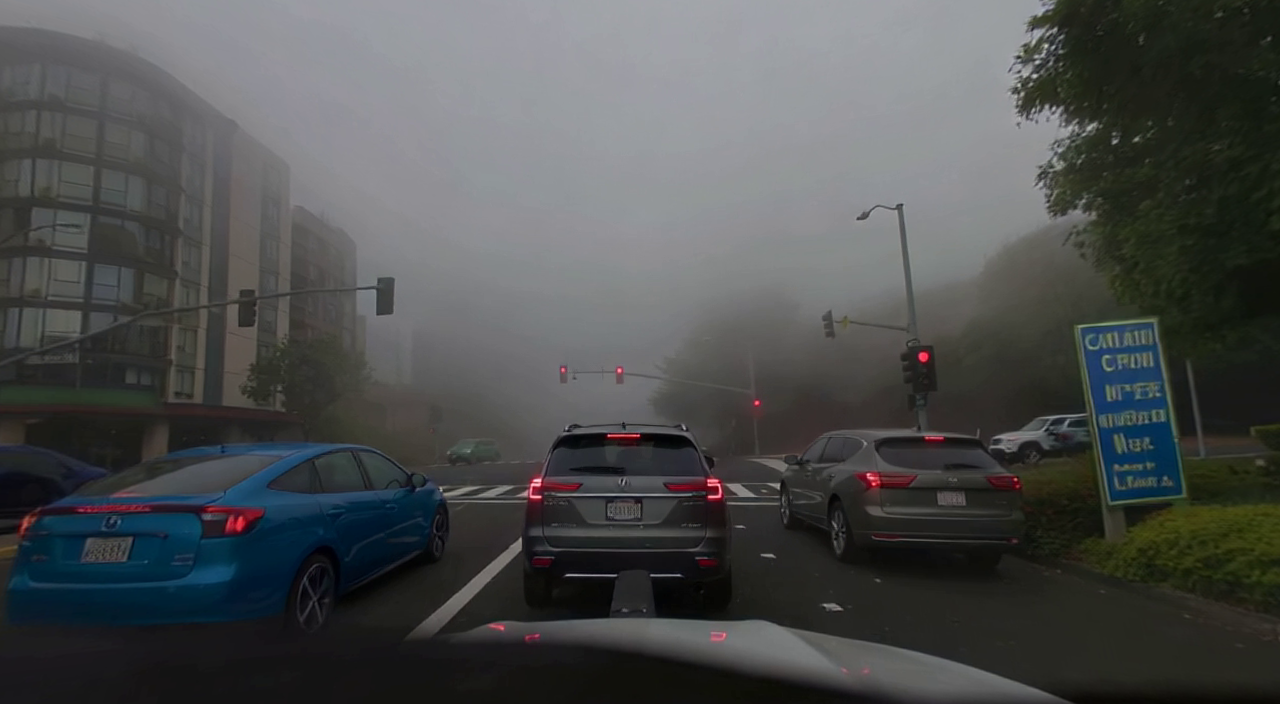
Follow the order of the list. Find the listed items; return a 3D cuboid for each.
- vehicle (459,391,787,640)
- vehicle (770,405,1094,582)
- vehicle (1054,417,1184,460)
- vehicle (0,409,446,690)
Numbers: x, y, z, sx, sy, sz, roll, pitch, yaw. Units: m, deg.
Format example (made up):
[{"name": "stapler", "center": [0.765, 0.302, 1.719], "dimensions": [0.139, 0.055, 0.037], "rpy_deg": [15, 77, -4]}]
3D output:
[{"name": "vehicle", "center": [-0.128, 1.414, 6.440], "dimensions": [2.195, 1.662, 4.262], "rpy_deg": [0, -8, 0]}, {"name": "vehicle", "center": [3.220, 1.662, 8.253], "dimensions": [2.004, 1.646, 4.554], "rpy_deg": [0, -8, -1]}, {"name": "vehicle", "center": [23.125, 4.208, 30.580], "dimensions": [4.583, 2.019, 2.147], "rpy_deg": [1, -9, -4]}, {"name": "vehicle", "center": [-3.545, 1.423, 5.820], "dimensions": [1.906, 1.524, 4.547], "rpy_deg": [0, -8, 2]}]
